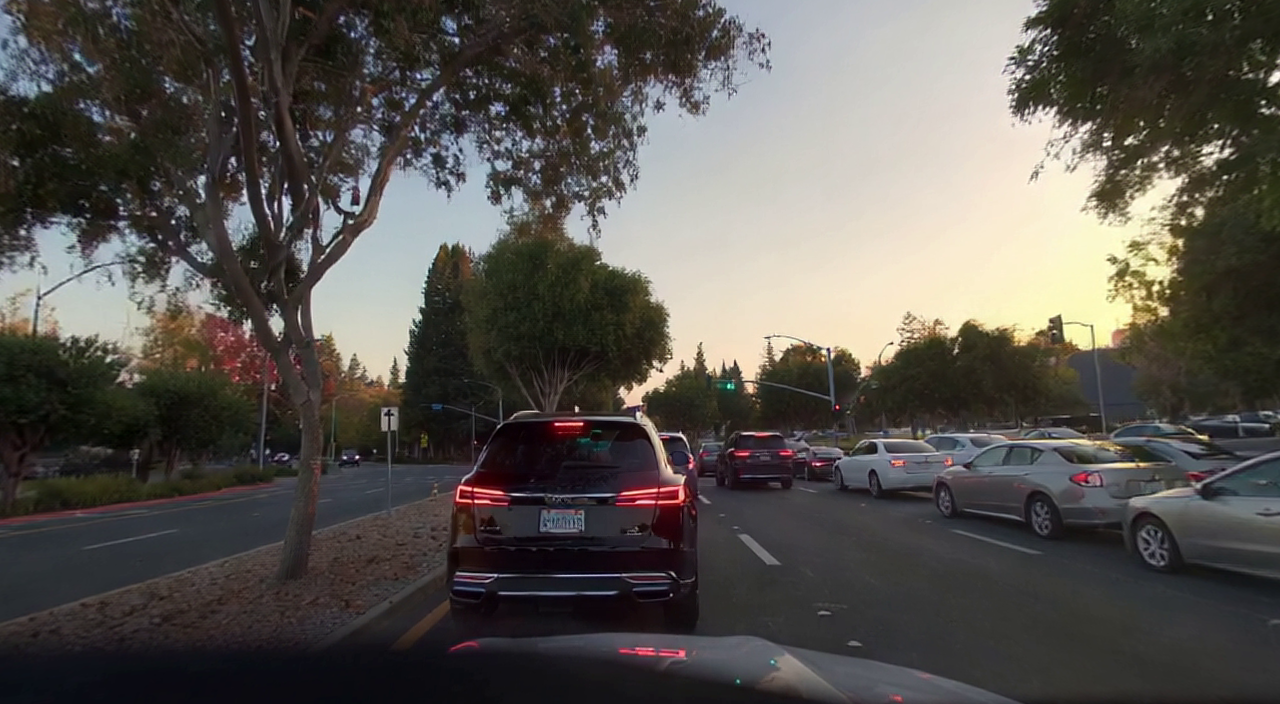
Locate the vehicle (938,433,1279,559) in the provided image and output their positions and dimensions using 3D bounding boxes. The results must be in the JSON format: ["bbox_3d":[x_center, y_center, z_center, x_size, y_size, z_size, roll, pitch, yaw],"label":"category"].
[{"bbox_3d":[6.595,2.010,9.638,1.894,1.445,4.565,0,-9,0],"label":"vehicle"}]

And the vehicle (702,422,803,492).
[{"bbox_3d":[3.361,3.274,19.941,2.200,1.909,4.853,0,-9,-1],"label":"vehicle"}]

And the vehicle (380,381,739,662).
[{"bbox_3d":[-0.435,1.351,6.093,2.201,1.709,4.271,0,-9,2],"label":"vehicle"}]

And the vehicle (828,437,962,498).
[{"bbox_3d":[6.958,3.189,17.815,1.890,1.489,4.415,0,-9,-1],"label":"vehicle"}]
